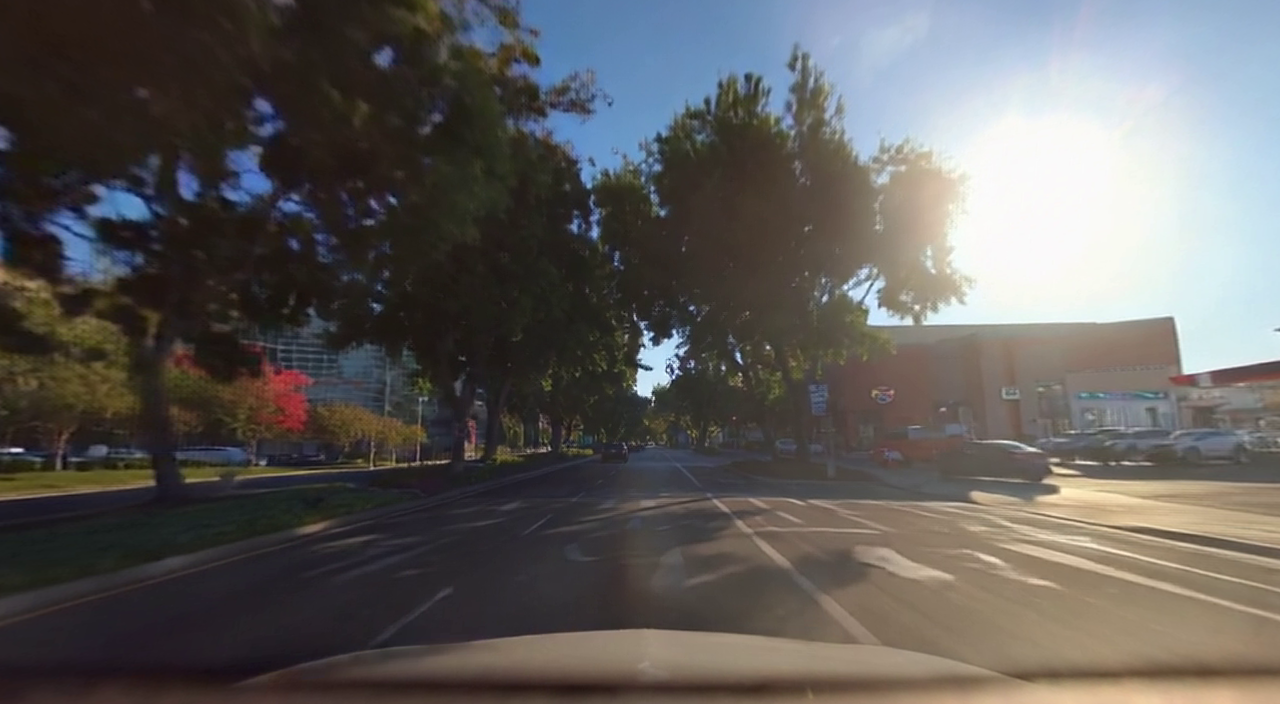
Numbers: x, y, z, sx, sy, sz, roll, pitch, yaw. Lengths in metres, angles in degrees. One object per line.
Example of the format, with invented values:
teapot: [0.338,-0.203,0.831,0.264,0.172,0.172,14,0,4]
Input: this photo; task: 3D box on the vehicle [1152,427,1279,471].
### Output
vehicle: [21.348,3.541,23.265,4.674,1.471,1.954,4,-9,-28]

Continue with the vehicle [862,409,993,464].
vehicle: [15.211,4.504,33.638,5.820,2.752,2.234,0,-8,-1]

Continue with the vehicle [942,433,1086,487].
vehicle: [11.682,3.385,20.117,1.967,1.500,4.353,-1,-8,1]
